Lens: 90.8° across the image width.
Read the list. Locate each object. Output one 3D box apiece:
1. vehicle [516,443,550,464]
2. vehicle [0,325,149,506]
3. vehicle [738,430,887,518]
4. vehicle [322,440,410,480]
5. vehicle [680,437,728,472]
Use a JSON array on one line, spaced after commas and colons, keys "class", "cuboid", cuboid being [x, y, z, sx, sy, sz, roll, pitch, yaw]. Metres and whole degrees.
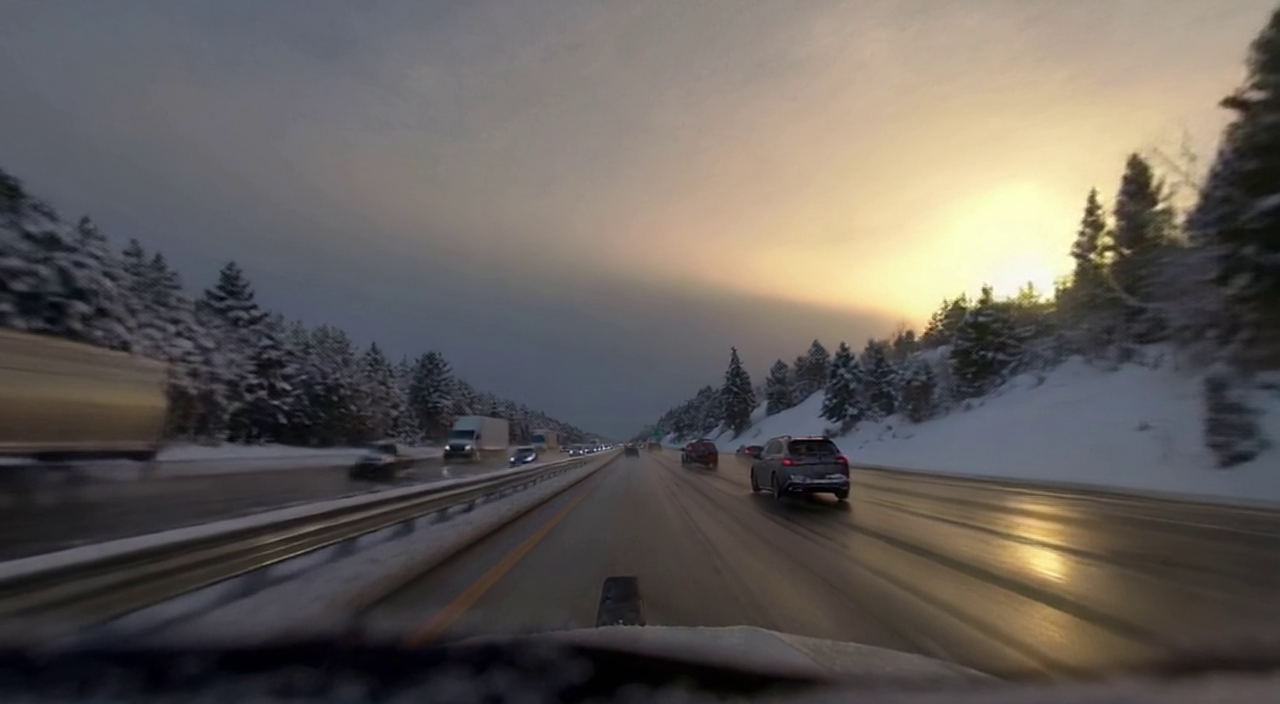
[{"class": "vehicle", "cuboid": [-8.025, 7.683, 47.712, 1.900, 1.485, 4.239, 0, -9, 0]}, {"class": "vehicle", "cuboid": [-15.654, 0.938, 10.941, 2.860, 3.996, 14.327, 0, -9, 0]}, {"class": "vehicle", "cuboid": [3.565, 2.604, 13.926, 2.023, 1.603, 4.159, 0, -9, -1]}, {"class": "vehicle", "cuboid": [-11.717, 4.643, 27.351, 1.921, 1.564, 4.224, 0, -9, 0]}, {"class": "vehicle", "cuboid": [3.449, 5.682, 35.070, 2.070, 1.751, 4.576, 0, -9, -2]}]
